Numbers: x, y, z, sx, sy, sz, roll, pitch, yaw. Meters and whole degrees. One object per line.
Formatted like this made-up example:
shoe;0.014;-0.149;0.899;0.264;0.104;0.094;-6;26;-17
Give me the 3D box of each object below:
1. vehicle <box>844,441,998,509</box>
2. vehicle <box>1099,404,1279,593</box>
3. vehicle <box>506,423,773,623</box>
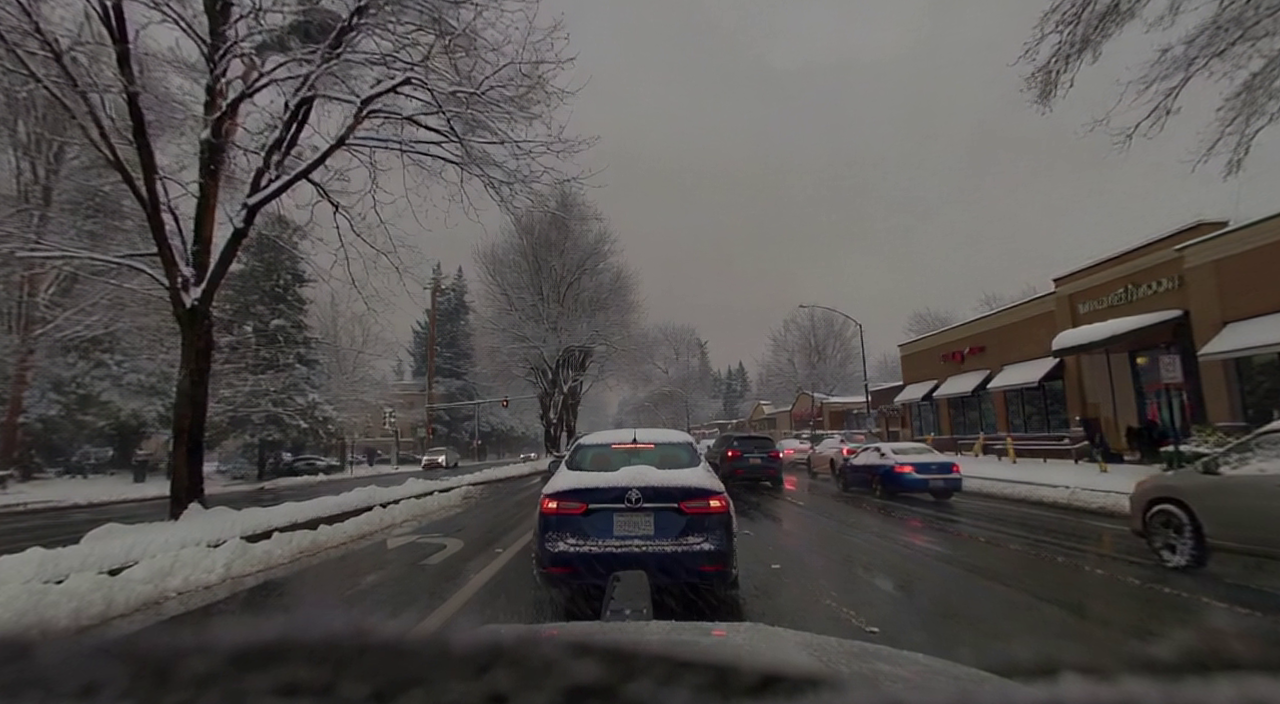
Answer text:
vehicle;6.917;3.040;16.136;1.911;1.468;4.417;0;-8;0
vehicle;6.908;1.349;5.783;1.988;1.727;4.584;0;-8;1
vehicle;-0.030;1.593;6.931;1.977;1.465;4.376;0;-8;-1
